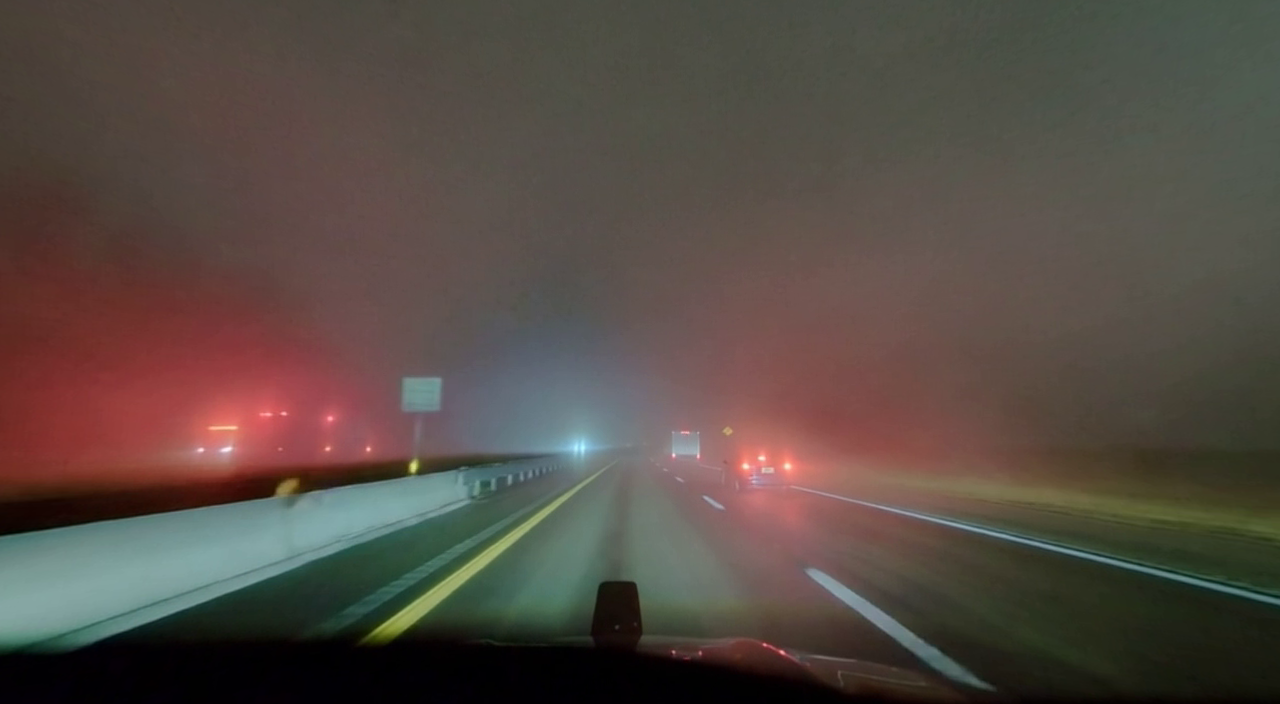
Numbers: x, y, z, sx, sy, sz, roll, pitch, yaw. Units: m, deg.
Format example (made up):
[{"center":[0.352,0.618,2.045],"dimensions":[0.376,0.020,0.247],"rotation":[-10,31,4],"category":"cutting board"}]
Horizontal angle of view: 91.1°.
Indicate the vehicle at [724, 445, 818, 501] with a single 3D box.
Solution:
[{"center":[3.729,3.488,18.560],"dimensions":[1.836,1.459,3.766],"rotation":[0,-9,-2],"category":"vehicle"}]
